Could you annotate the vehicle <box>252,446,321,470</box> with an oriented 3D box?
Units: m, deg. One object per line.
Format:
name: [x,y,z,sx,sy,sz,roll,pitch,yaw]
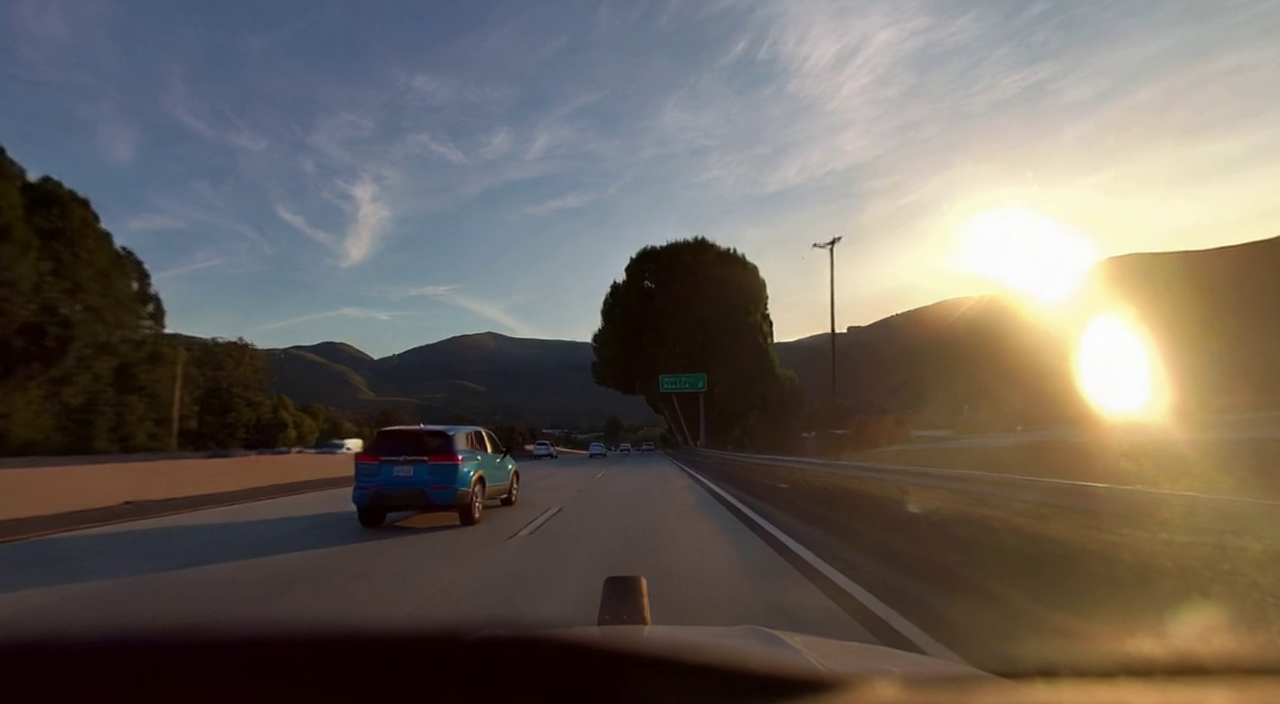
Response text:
vehicle: [-24.189,7.251,43.378,1.979,1.478,4.691,-1,-8,1]

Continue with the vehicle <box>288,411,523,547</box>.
vehicle: [-3.460,1.981,10.454,2.138,1.718,4.415,-1,-8,1]

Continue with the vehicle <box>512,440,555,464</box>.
vehicle: [-6.960,6.583,41.746,1.963,1.476,4.739,-1,-8,1]

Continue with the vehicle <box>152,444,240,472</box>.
vehicle: [-28.168,6.702,40.207,2.100,1.617,4.780,-1,-8,1]
